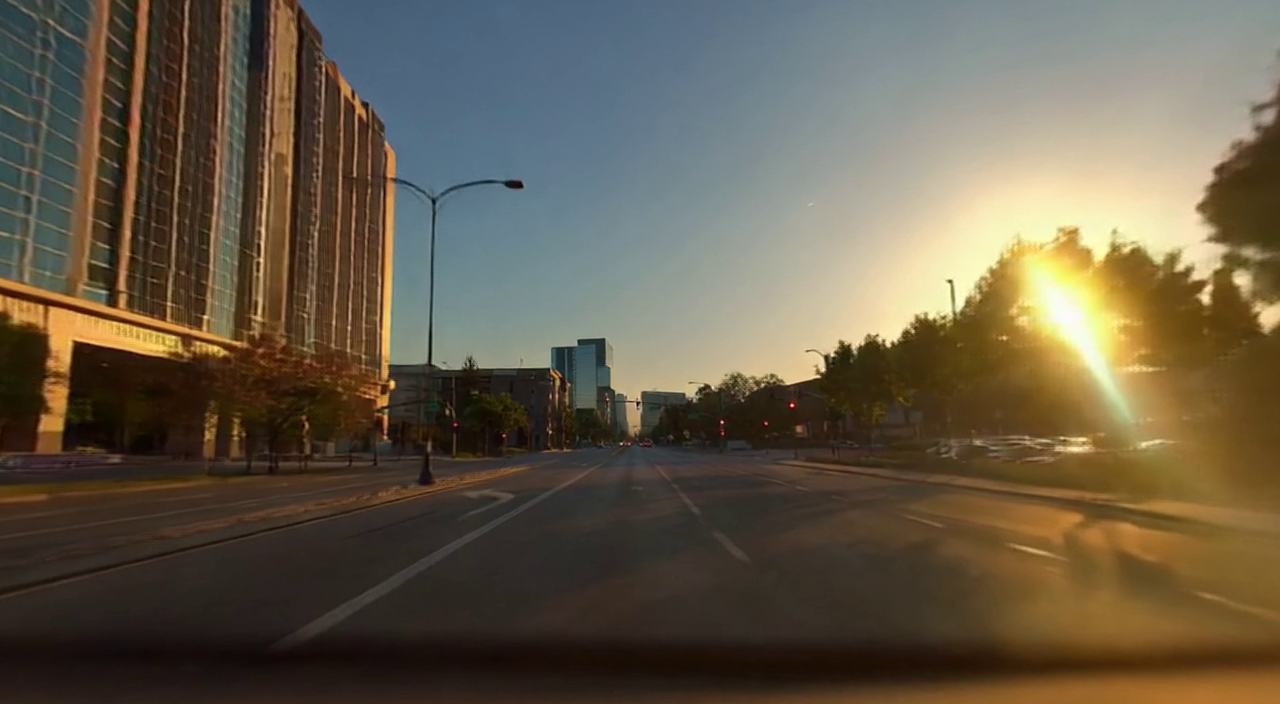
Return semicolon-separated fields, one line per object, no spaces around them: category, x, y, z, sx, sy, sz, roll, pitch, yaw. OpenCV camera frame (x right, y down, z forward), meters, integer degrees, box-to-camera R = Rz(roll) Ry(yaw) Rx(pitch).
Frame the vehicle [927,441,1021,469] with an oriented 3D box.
vehicle;19.194;5.888;36.398;4.376;1.483;1.828;-8;-12;44
